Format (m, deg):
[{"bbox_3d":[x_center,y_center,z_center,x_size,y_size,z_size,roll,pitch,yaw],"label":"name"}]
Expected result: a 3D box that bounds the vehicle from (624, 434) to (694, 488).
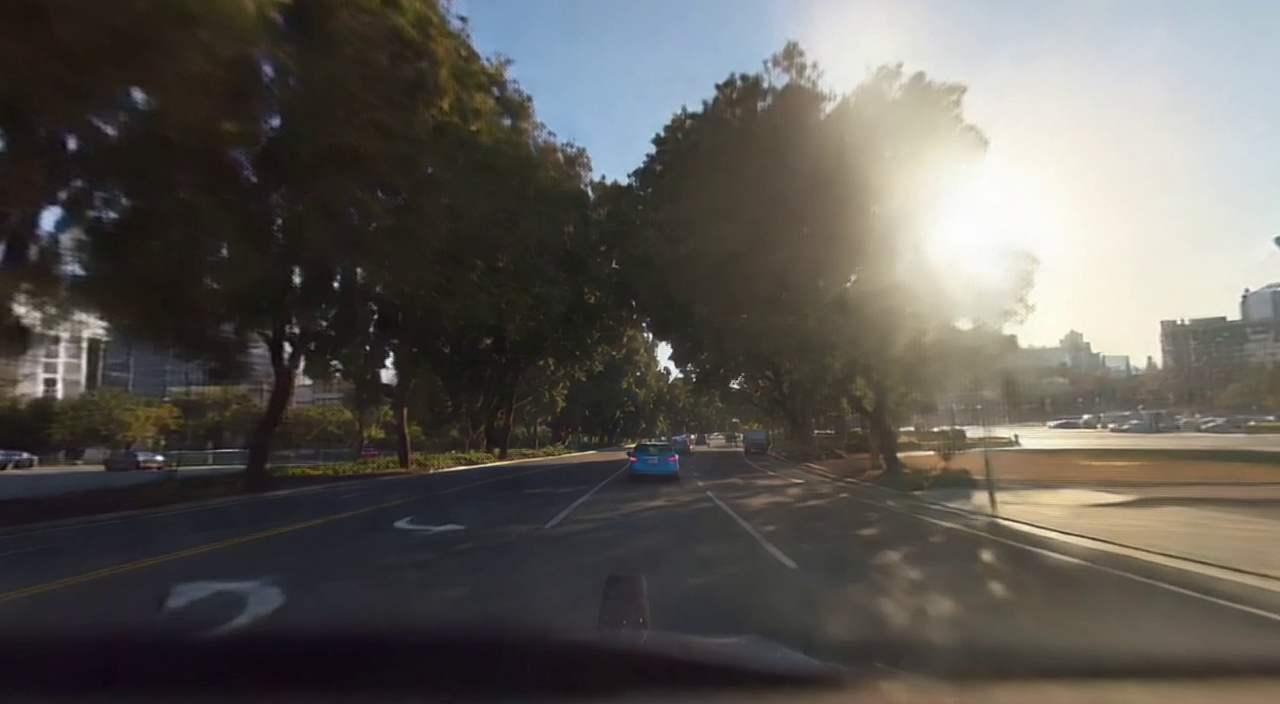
[{"bbox_3d":[0.622,3.436,20.142,2.010,1.535,3.735,-1,-8,2],"label":"vehicle"}]
